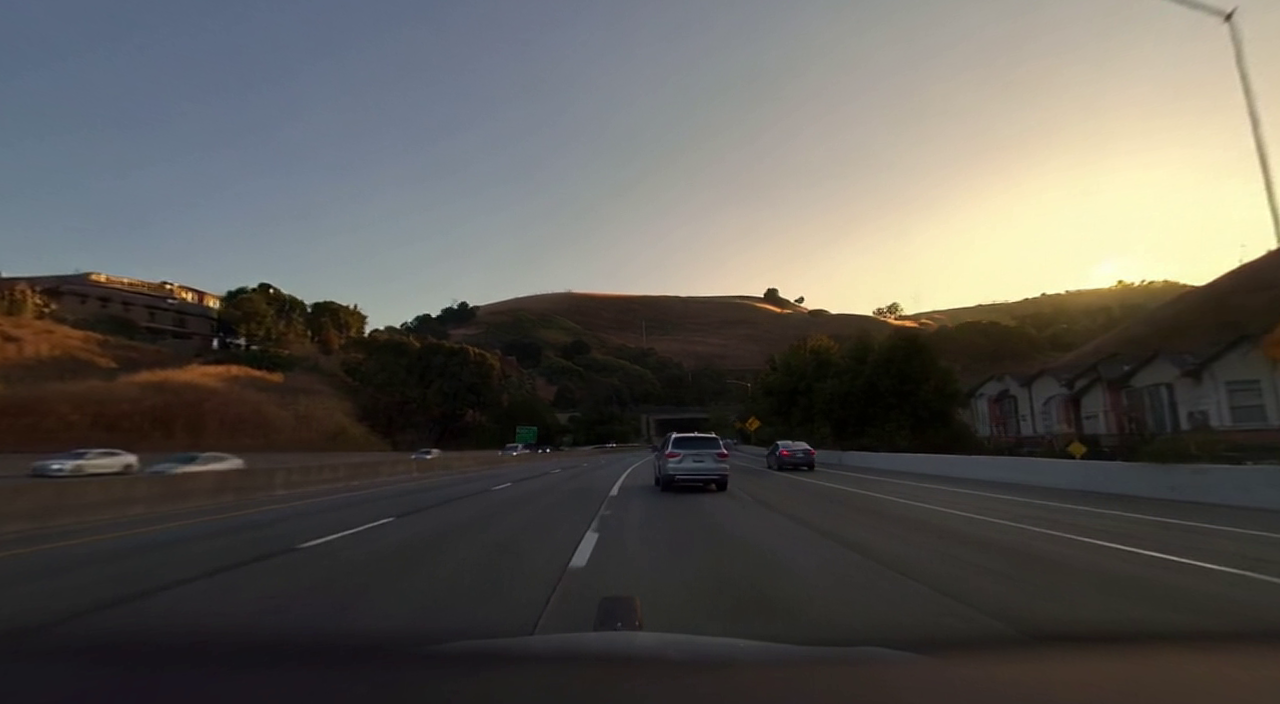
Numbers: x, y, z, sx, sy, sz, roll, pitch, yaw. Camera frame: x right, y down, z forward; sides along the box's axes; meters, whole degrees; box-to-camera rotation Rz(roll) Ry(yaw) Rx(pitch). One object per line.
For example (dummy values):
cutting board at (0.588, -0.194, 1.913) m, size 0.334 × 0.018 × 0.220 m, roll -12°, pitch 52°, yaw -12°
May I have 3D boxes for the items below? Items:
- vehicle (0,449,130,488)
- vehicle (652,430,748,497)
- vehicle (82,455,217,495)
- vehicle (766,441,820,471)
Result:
vehicle at (-27.422, 5.461, 29.992) m, size 1.910 × 1.651 × 5.041 m, roll 0°, pitch -8°, yaw 1°
vehicle at (1.625, 3.288, 18.937) m, size 2.318 × 1.766 × 4.587 m, roll 0°, pitch -8°, yaw -1°
vehicle at (-20.313, 5.076, 26.366) m, size 1.869 × 1.454 × 4.622 m, roll 0°, pitch -8°, yaw 1°
vehicle at (9.153, 6.236, 38.027) m, size 2.043 × 1.714 × 4.453 m, roll 0°, pitch -8°, yaw -1°
